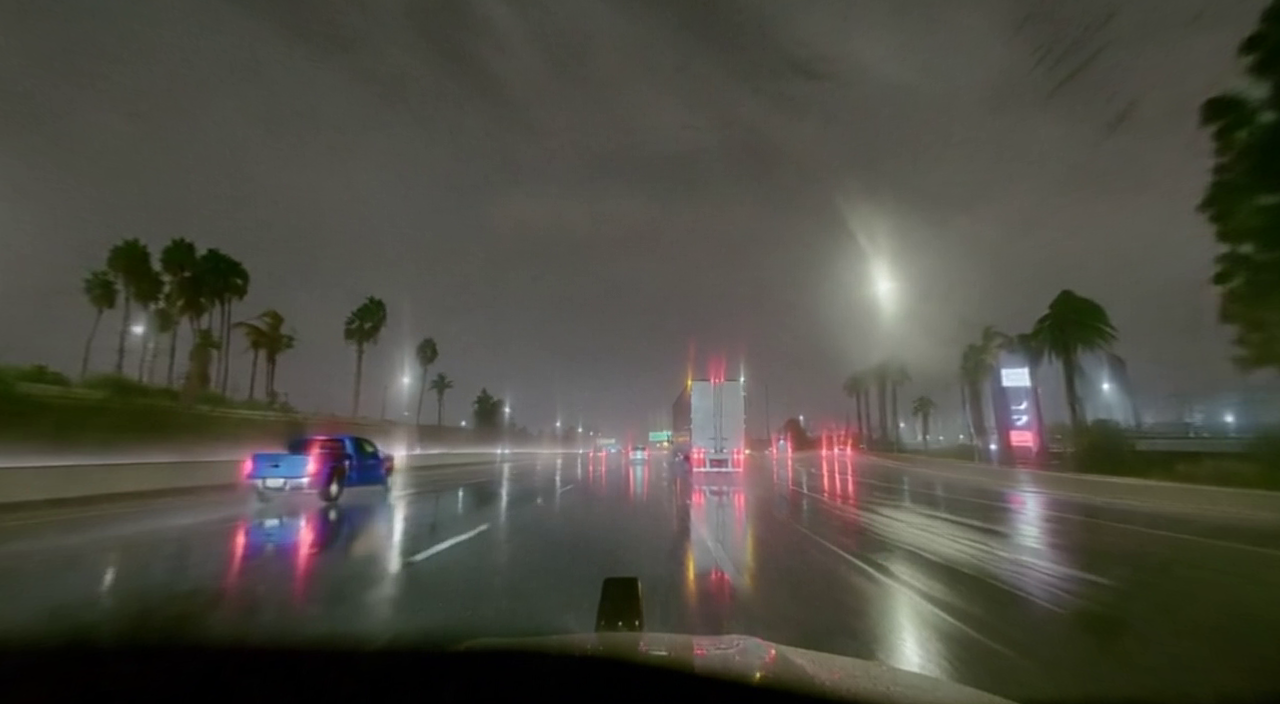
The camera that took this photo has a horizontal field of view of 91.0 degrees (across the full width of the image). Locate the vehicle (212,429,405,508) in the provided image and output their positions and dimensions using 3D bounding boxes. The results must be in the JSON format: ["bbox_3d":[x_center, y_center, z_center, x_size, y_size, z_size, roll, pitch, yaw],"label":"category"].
[{"bbox_3d":[-8.254,2.942,16.407,2.264,1.728,4.940,0,-9,1],"label":"vehicle"}]

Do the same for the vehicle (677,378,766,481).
[{"bbox_3d":[3.705,4.241,33.286,2.891,4.123,16.415,0,-8,1],"label":"vehicle"}]
